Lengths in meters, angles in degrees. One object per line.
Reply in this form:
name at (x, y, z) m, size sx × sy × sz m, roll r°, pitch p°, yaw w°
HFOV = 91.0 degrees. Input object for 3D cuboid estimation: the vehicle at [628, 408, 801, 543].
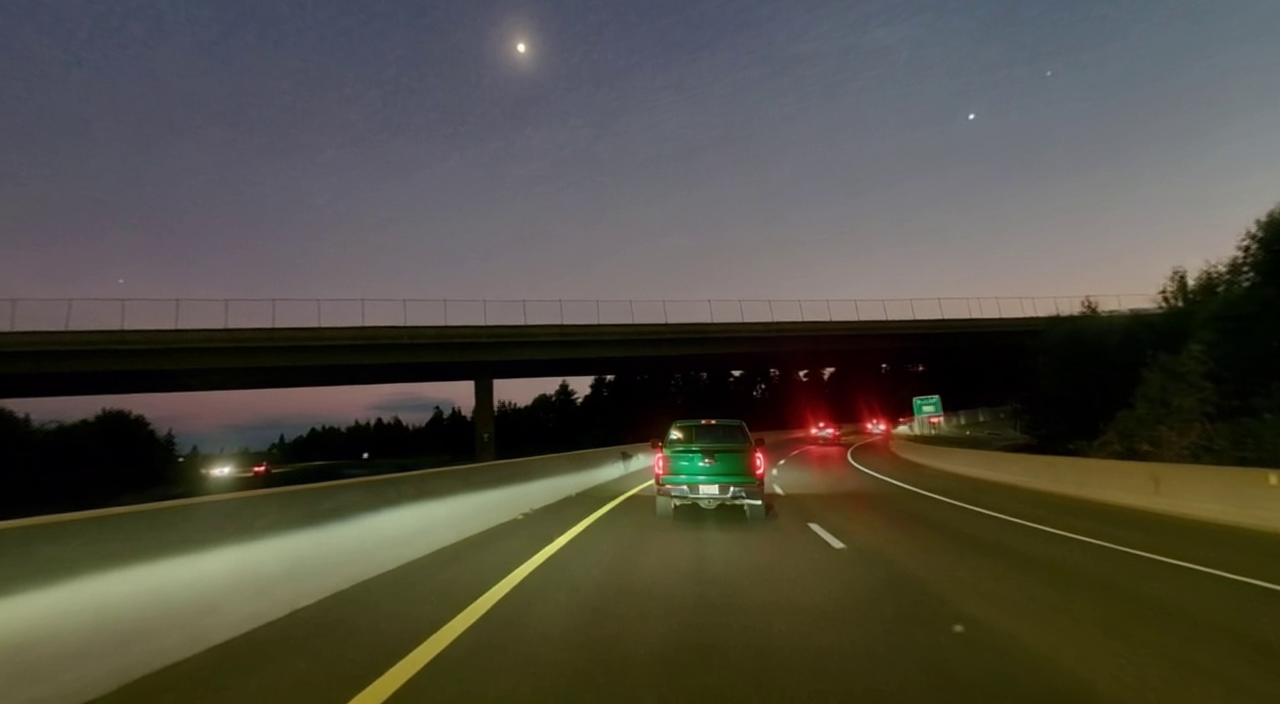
vehicle at (1.195, 1.931, 10.467) m, size 2.235 × 1.716 × 4.435 m, roll -1°, pitch -9°, yaw 6°
